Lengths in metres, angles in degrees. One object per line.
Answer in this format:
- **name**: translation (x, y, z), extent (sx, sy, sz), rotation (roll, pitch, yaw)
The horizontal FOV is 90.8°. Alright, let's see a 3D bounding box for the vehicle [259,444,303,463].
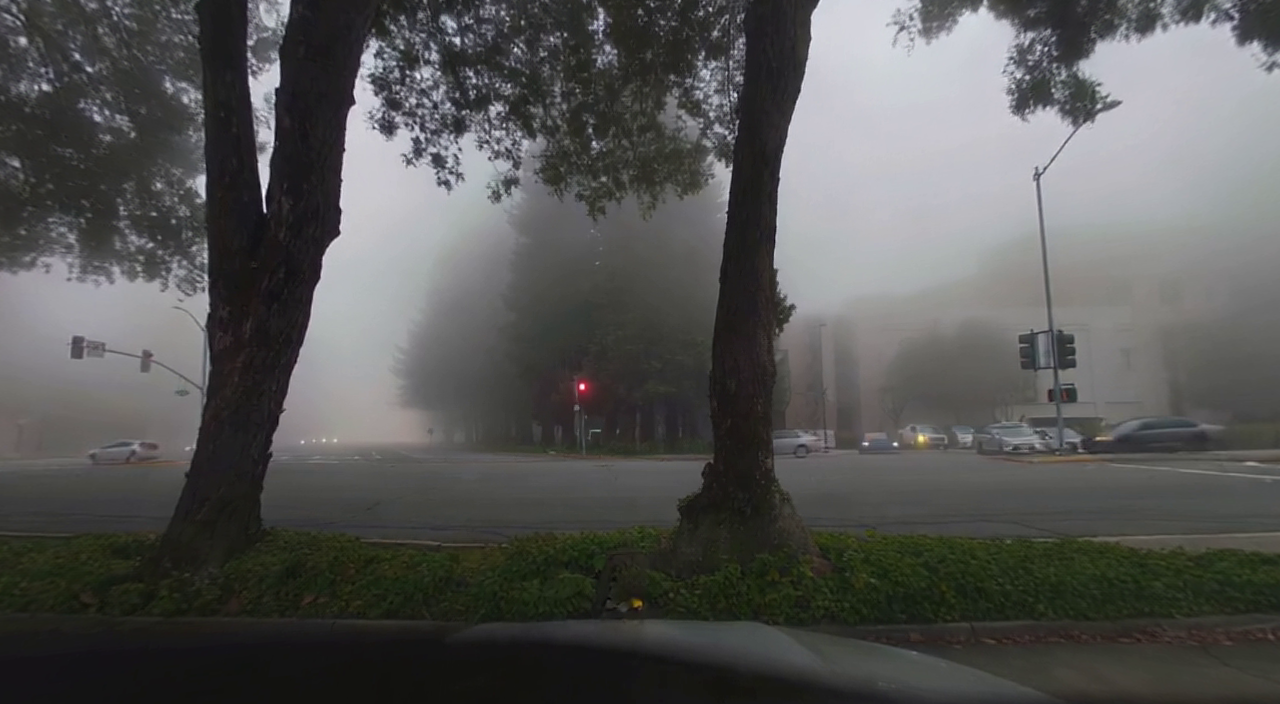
- **vehicle**: translation (-28.076, 7.923, 49.557), extent (2.235, 1.417, 4.272), rotation (3, -9, -19)

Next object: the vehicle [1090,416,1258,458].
- **vehicle**: translation (21.381, 3.447, 25.528), extent (4.677, 1.593, 2.029), rotation (-2, -9, 11)

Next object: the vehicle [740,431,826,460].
- **vehicle**: translation (7.847, 5.165, 34.970), extent (4.488, 1.536, 1.849), rotation (-2, -9, 11)

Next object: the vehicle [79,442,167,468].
- **vehicle**: translation (-31.541, 6.282, 38.584), extent (4.020, 1.517, 1.855), rotation (-2, -9, 10)

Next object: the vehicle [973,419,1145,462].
- **vehicle**: translation (15.021, 3.220, 22.948), extent (4.749, 1.461, 1.892), rotation (-1, -9, 9)
